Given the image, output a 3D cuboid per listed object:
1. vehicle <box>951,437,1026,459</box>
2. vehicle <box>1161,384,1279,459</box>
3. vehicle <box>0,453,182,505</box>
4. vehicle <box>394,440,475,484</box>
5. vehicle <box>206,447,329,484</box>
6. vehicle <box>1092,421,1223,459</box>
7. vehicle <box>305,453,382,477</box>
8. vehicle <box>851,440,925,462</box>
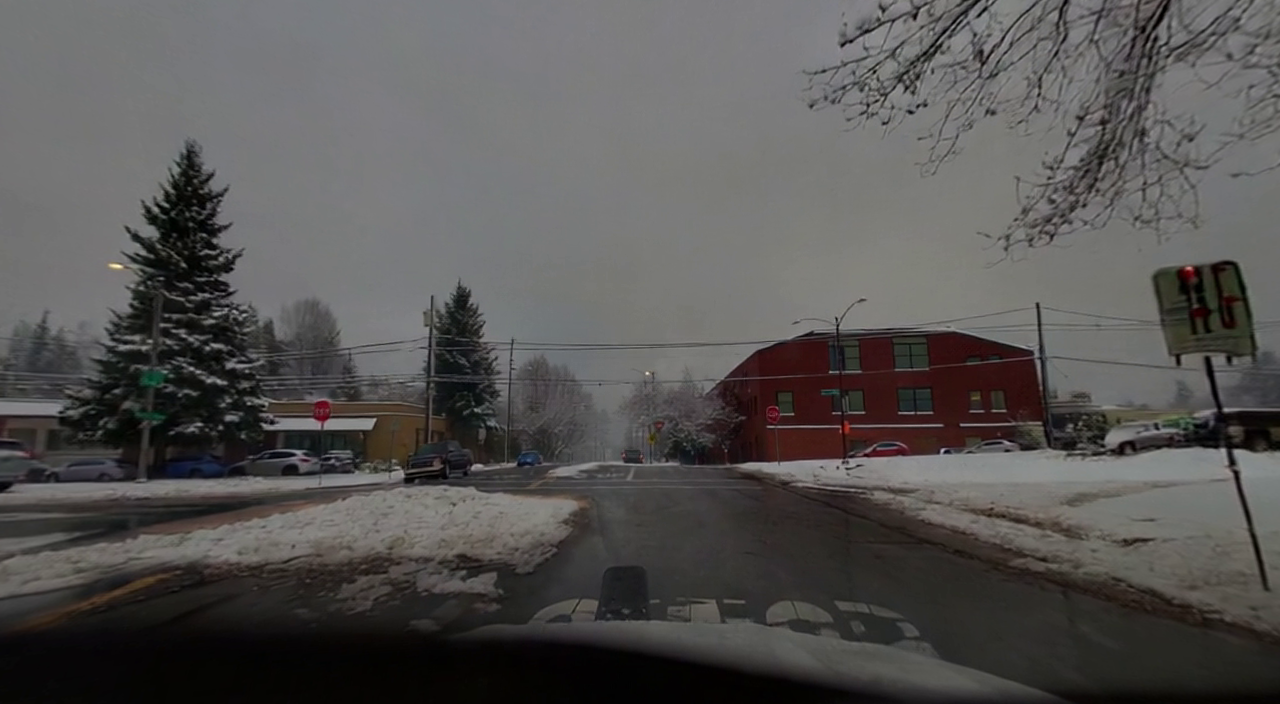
[{"bbox_3d":[25.403,7.002,46.014,4.323,1.507,1.896,0,-8,-4],"label":"vehicle"},{"bbox_3d":[33.109,3.566,32.209,10.986,3.604,2.707,0,-10,-6],"label":"vehicle"},{"bbox_3d":[-16.621,3.820,19.101,4.233,1.432,1.755,-1,-8,5],"label":"vehicle"},{"bbox_3d":[-8.714,4.674,27.205,2.156,1.620,4.945,0,-7,-4],"label":"vehicle"},{"bbox_3d":[-17.789,5.375,30.311,2.010,1.583,4.582,-6,-10,34],"label":"vehicle"},{"bbox_3d":[28.847,4.909,35.256,5.277,2.032,2.408,1,-7,-4],"label":"vehicle"},{"bbox_3d":[-20.277,7.739,43.222,4.277,1.527,1.987,0,-8,-3],"label":"vehicle"},{"bbox_3d":[17.874,7.117,45.529,4.528,1.458,1.939,1,-7,-4],"label":"vehicle"}]
